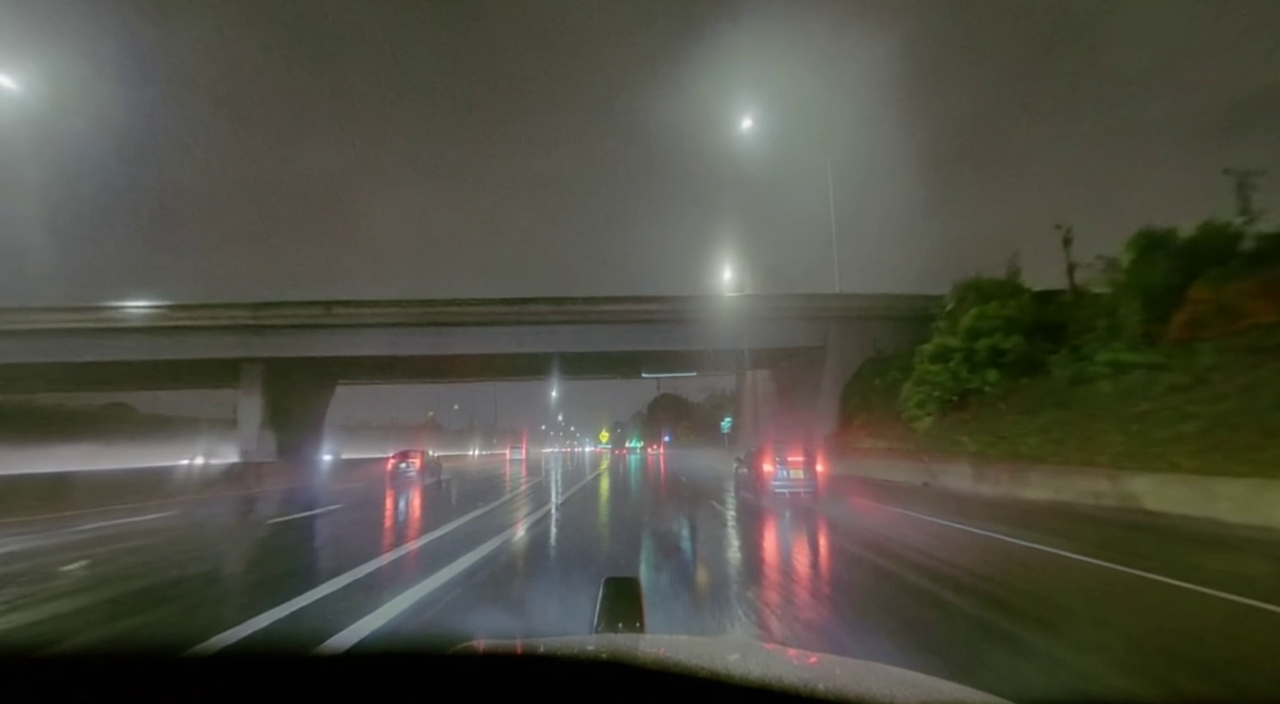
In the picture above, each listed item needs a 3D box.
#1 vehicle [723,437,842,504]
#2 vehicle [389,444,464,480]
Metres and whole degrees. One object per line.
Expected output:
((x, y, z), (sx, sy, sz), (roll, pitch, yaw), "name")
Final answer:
((3.617, 3.097, 16.893), (2.079, 1.535, 4.316), (0, -9, -2), "vehicle")
((-9.985, 5.152, 29.833), (2.072, 1.545, 4.687), (0, -9, -2), "vehicle")
